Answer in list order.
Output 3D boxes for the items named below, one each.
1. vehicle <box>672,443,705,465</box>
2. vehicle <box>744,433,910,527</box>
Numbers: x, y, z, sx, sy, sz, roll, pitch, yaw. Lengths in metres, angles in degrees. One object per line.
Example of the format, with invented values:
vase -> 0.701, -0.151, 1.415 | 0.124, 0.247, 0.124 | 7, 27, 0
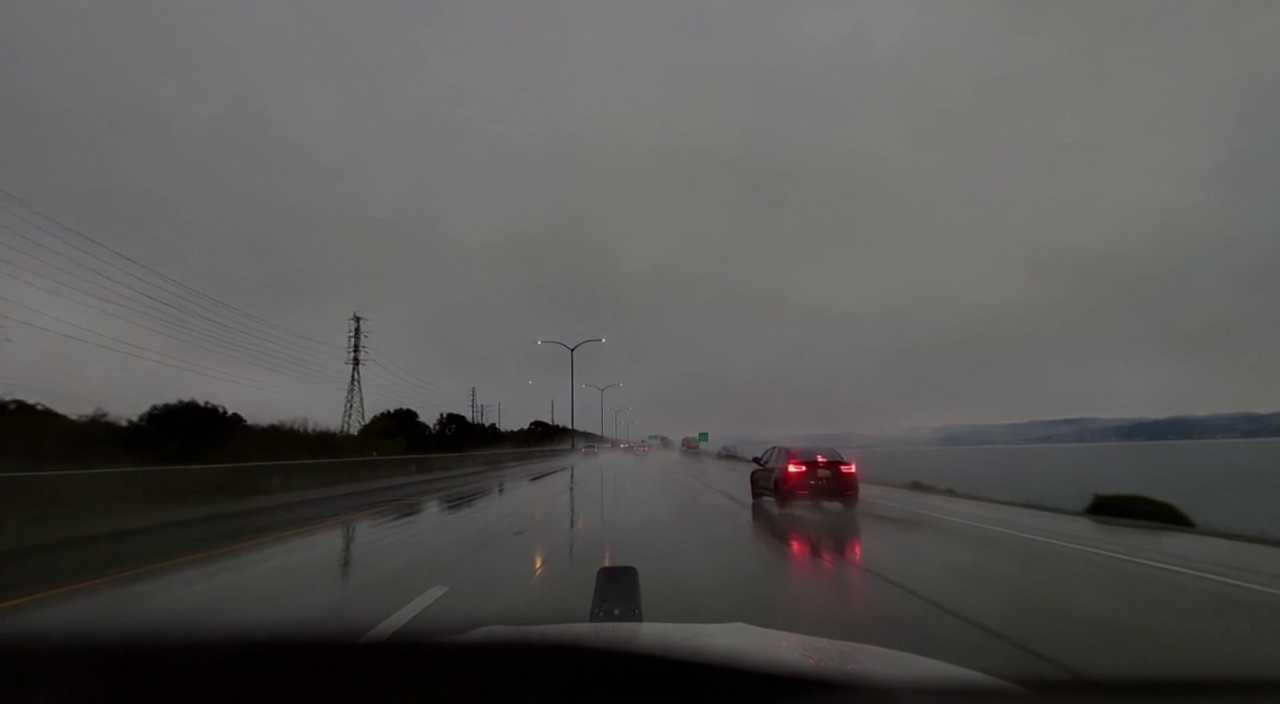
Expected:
vehicle -> 3.521, 7.449, 46.466 | 2.000, 1.533, 4.438 | 0, -8, -1
vehicle -> 3.390, 2.395, 12.452 | 1.890, 1.490, 4.373 | 0, -8, -1
